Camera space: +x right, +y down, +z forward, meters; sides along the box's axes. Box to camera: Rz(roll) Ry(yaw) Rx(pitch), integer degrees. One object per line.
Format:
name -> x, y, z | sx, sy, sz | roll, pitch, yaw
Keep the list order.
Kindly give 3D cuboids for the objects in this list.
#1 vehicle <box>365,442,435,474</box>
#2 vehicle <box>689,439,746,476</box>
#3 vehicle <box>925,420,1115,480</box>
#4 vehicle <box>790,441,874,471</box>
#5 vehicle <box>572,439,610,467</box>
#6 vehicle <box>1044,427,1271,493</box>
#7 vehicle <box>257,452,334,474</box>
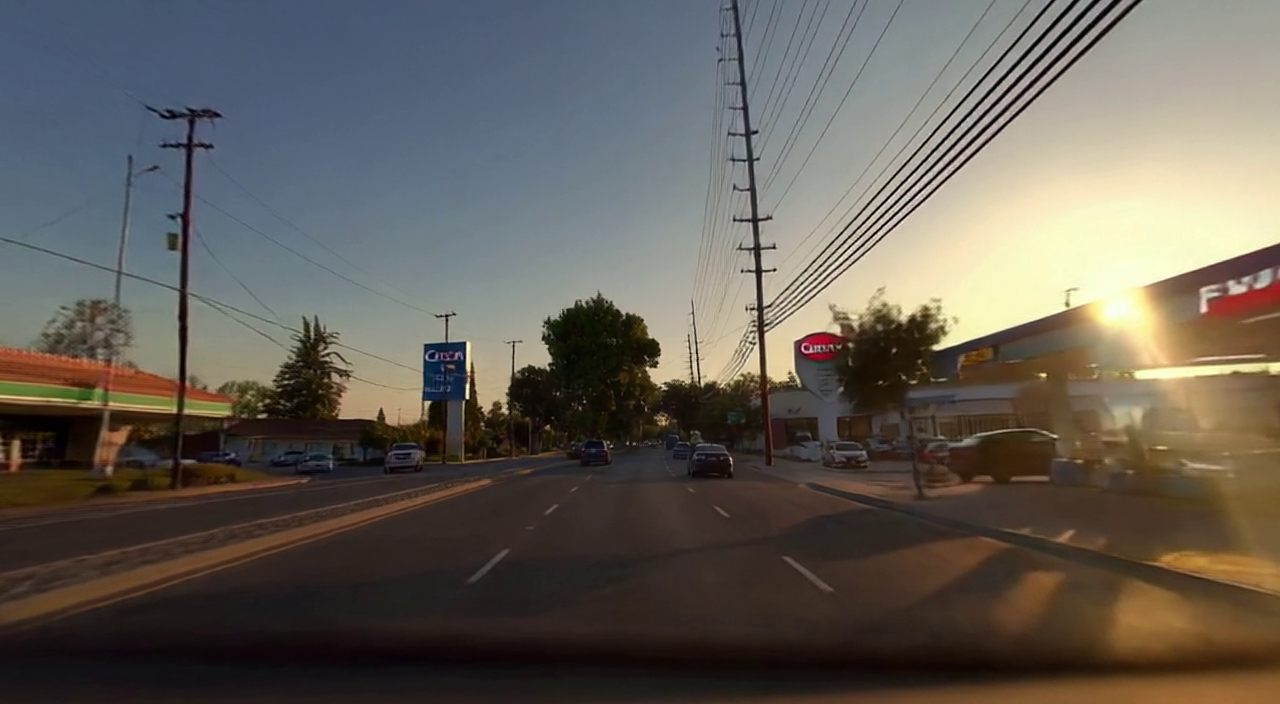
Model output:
vehicle -> -16.143, 7.143, 42.154 | 2.358, 1.904, 5.603 | 8, -14, -42
vehicle -> 3.437, 4.767, 28.672 | 1.978, 1.455, 4.195 | 2, -9, -1
vehicle -> 12.243, 3.187, 20.542 | 4.832, 1.813, 2.170 | 1, -9, -5
vehicle -> 11.141, 6.033, 36.731 | 4.144, 1.540, 1.913 | -1, -7, -7
vehicle -> -3.093, 6.461, 40.450 | 2.047, 1.664, 4.148 | 0, -9, 1
vehicle -> 13.002, 2.704, 16.008 | 4.126, 1.523, 2.063 | 1, -9, -8
vehicle -> -26.460, 8.537, 48.476 | 4.739, 1.607, 2.045 | -1, -9, 5
